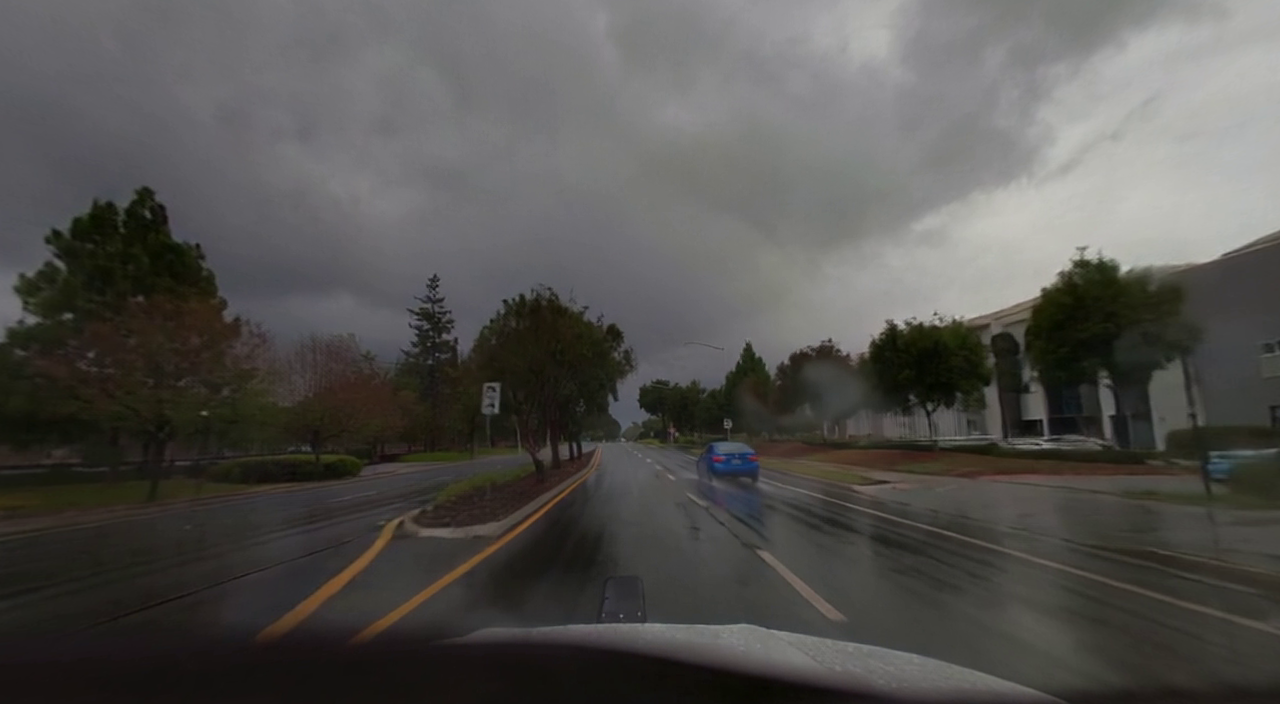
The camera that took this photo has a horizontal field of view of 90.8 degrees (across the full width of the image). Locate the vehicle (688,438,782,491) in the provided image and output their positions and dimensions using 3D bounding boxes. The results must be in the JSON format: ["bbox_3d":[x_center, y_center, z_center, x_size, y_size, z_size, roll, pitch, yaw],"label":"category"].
[{"bbox_3d":[2.898,3.551,20.350,2.114,1.493,4.430,0,-9,-3],"label":"vehicle"}]
